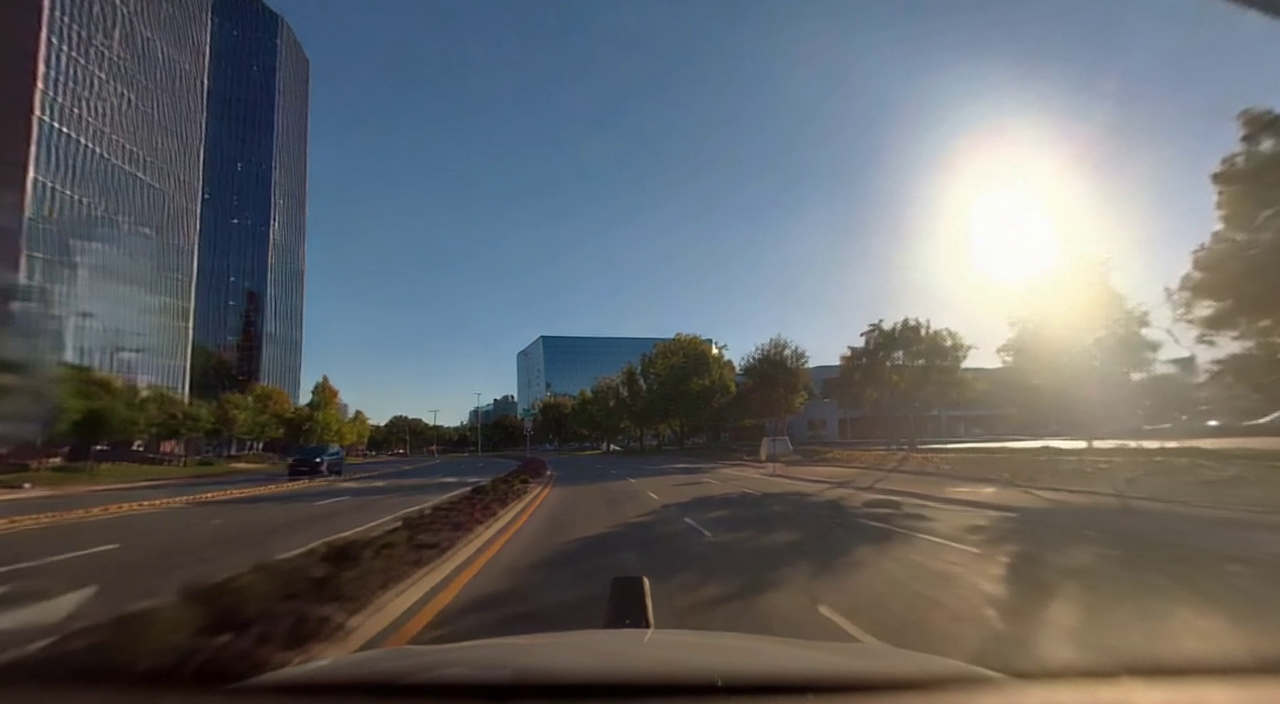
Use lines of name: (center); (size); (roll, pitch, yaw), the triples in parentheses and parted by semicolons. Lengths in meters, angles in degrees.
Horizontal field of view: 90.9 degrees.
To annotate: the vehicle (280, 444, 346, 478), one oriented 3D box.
vehicle: (-18.924, 6.308, 36.742); (2.091, 1.809, 4.550); (2, -9, -10)
